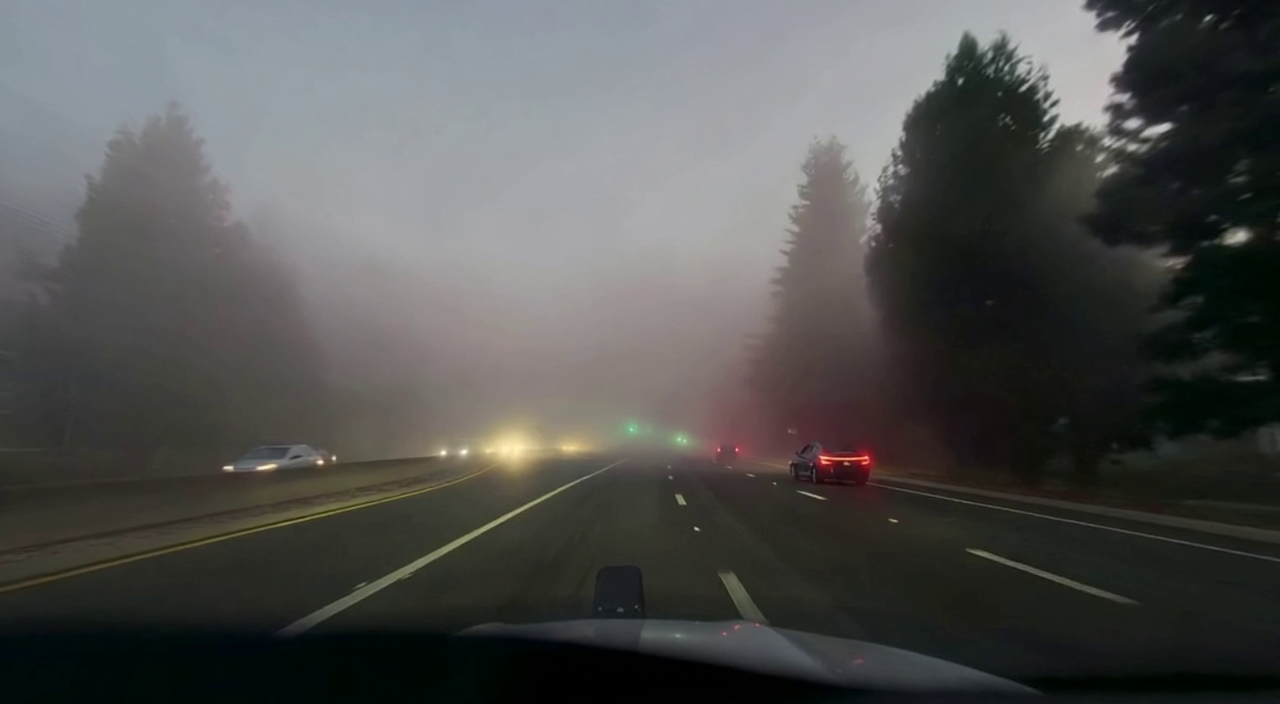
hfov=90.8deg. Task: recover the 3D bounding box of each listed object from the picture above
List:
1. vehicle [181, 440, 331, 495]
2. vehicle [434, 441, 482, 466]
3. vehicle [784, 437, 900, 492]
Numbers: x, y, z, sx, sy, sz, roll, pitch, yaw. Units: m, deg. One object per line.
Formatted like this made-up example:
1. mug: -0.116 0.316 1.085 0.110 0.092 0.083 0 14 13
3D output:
1. vehicle: -11.856 3.569 19.966 1.940 1.517 4.626 0 -8 -1
2. vehicle: -12.521 7.002 43.693 1.992 1.651 4.486 0 -8 -1
3. vehicle: 6.172 3.489 20.014 2.113 1.520 4.650 0 -8 0
